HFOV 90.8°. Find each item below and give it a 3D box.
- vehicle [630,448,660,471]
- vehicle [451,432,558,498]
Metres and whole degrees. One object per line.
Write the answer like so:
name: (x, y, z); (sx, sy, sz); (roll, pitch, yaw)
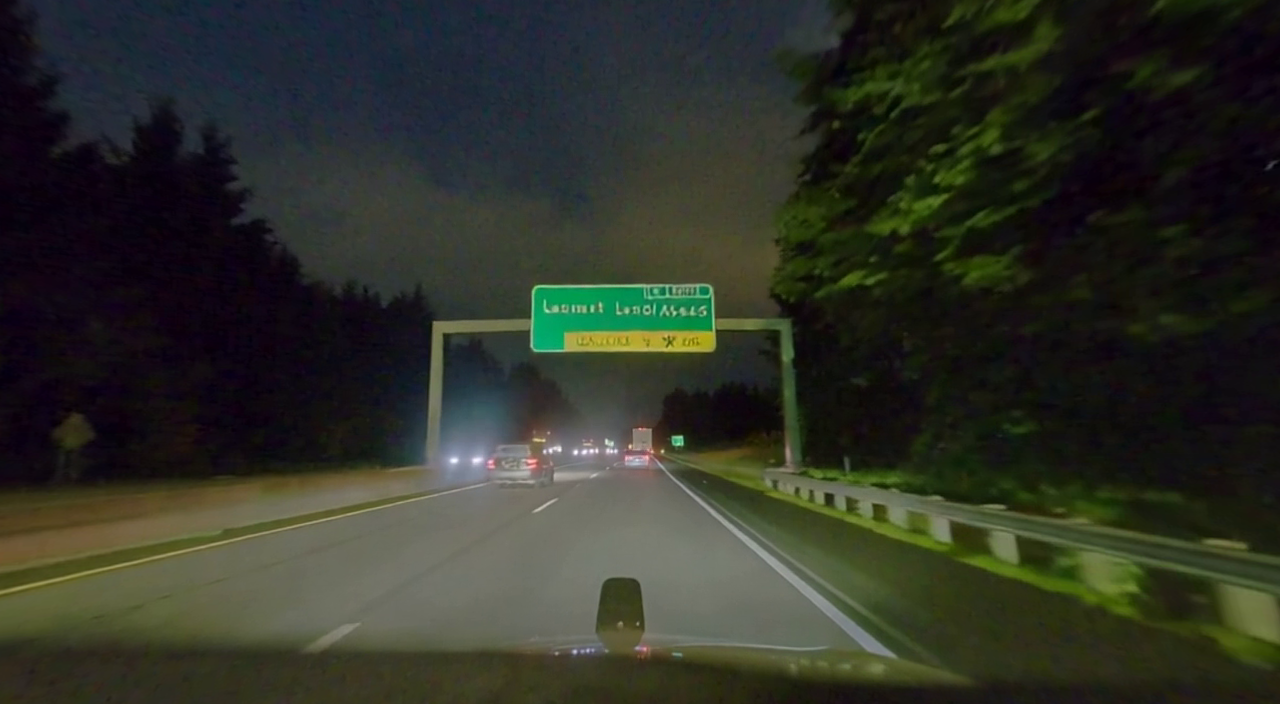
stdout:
vehicle: (0.307, 7.002, 41.221); (1.853, 1.436, 3.438); (0, -9, -1)
vehicle: (-3.876, 3.352, 19.031); (2.097, 1.722, 4.808); (0, -9, 1)
